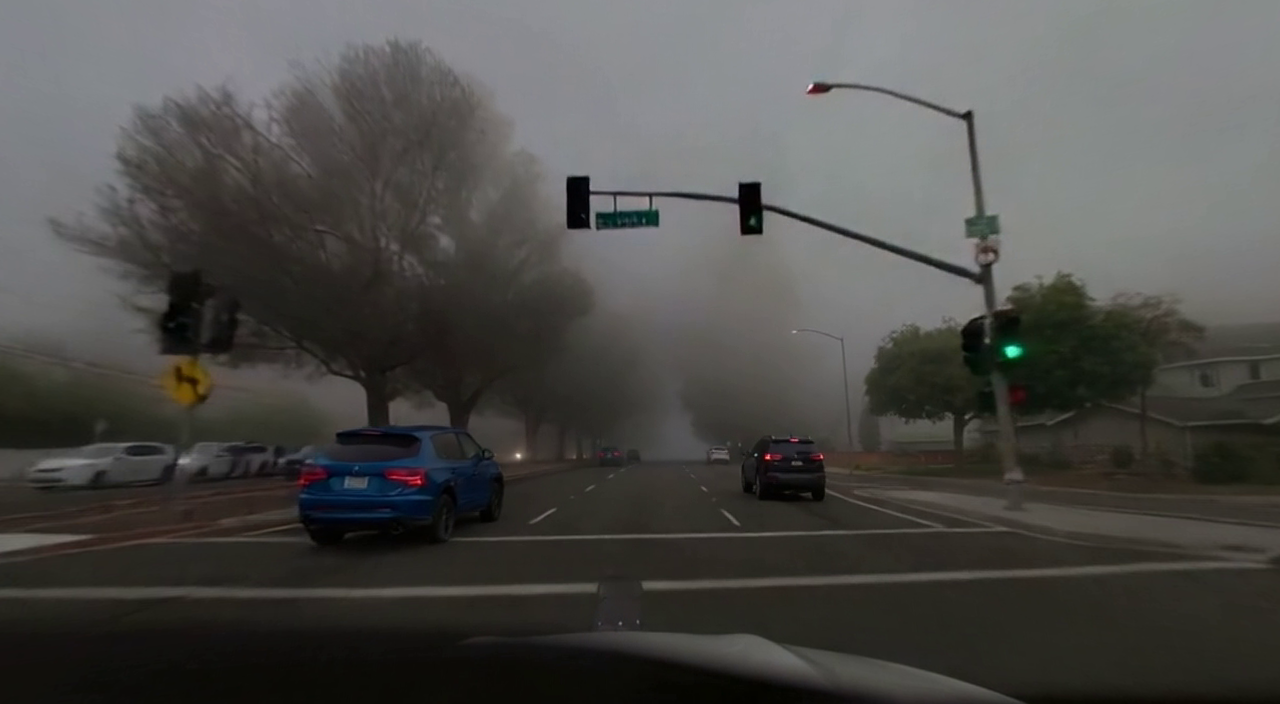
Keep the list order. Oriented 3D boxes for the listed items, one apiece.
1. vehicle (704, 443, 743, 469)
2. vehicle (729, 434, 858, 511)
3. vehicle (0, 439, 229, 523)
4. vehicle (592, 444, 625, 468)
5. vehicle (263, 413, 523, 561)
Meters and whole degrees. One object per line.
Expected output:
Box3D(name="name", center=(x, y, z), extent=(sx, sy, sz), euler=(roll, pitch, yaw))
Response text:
Box3D(name="vehicle", center=(5.656, 7.125, 43.403), extent=(2.169, 1.669, 4.037), euler=(0, -8, 1))
Box3D(name="vehicle", center=(3.685, 2.959, 16.087), extent=(2.132, 1.659, 4.387), euler=(0, -8, -1))
Box3D(name="vehicle", center=(-11.741, 2.746, 14.191), extent=(2.006, 1.492, 4.672), euler=(-2, -8, -2))
Box3D(name="vehicle", center=(-2.148, 7.240, 44.354), extent=(1.988, 1.569, 4.202), euler=(0, -8, 2))
Box3D(name="vehicle", center=(-3.290, 1.901, 9.682), extent=(2.045, 1.688, 4.632), euler=(0, -8, 1))
